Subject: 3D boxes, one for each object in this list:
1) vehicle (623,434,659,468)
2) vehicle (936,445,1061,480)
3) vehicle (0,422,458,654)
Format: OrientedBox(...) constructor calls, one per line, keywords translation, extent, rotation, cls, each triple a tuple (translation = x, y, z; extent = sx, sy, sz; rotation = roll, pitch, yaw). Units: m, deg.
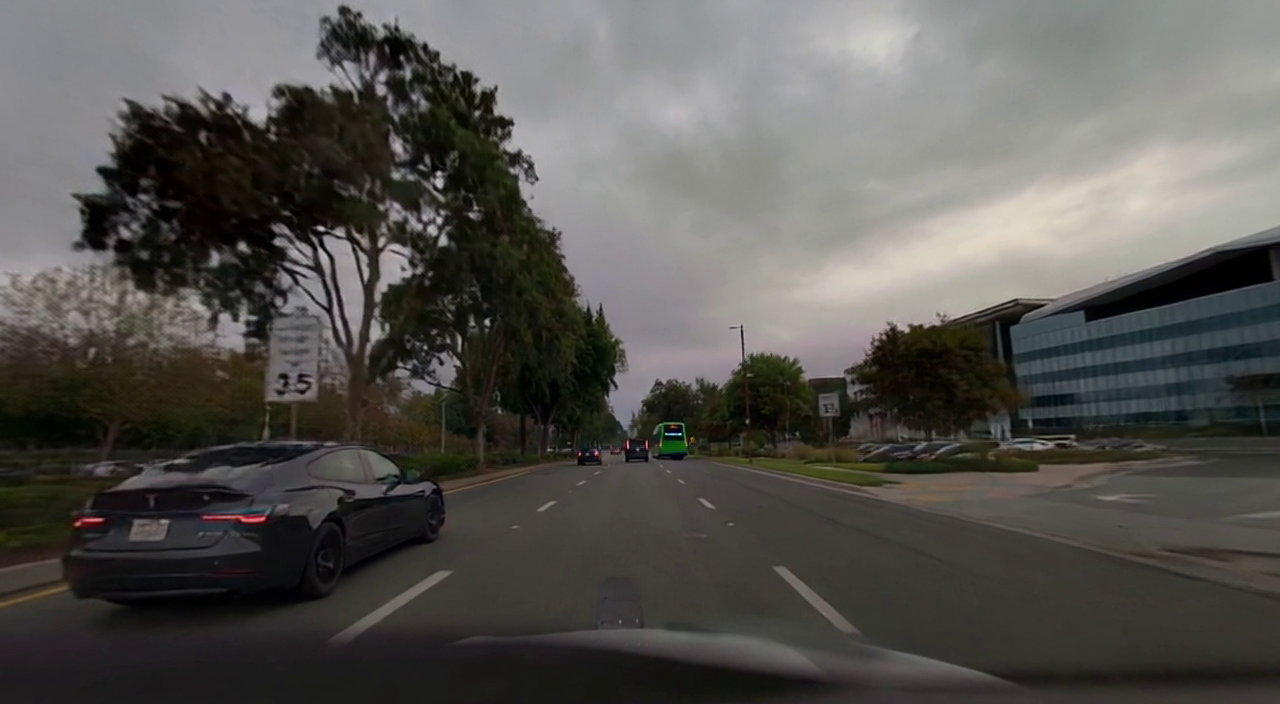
OrientedBox(translation=(0.047, 6.670, 42.768), extent=(2.336, 2.122, 5.207), rotation=(0, -9, 0), cls="vehicle")
OrientedBox(translation=(16.611, 5.123, 29.437), extent=(4.682, 1.507, 1.878), rotation=(0, -9, 0), cls="vehicle")
OrientedBox(translation=(-3.595, 1.548, 6.415), extent=(2.120, 1.481, 4.535), rotation=(0, -9, 0), cls="vehicle")
